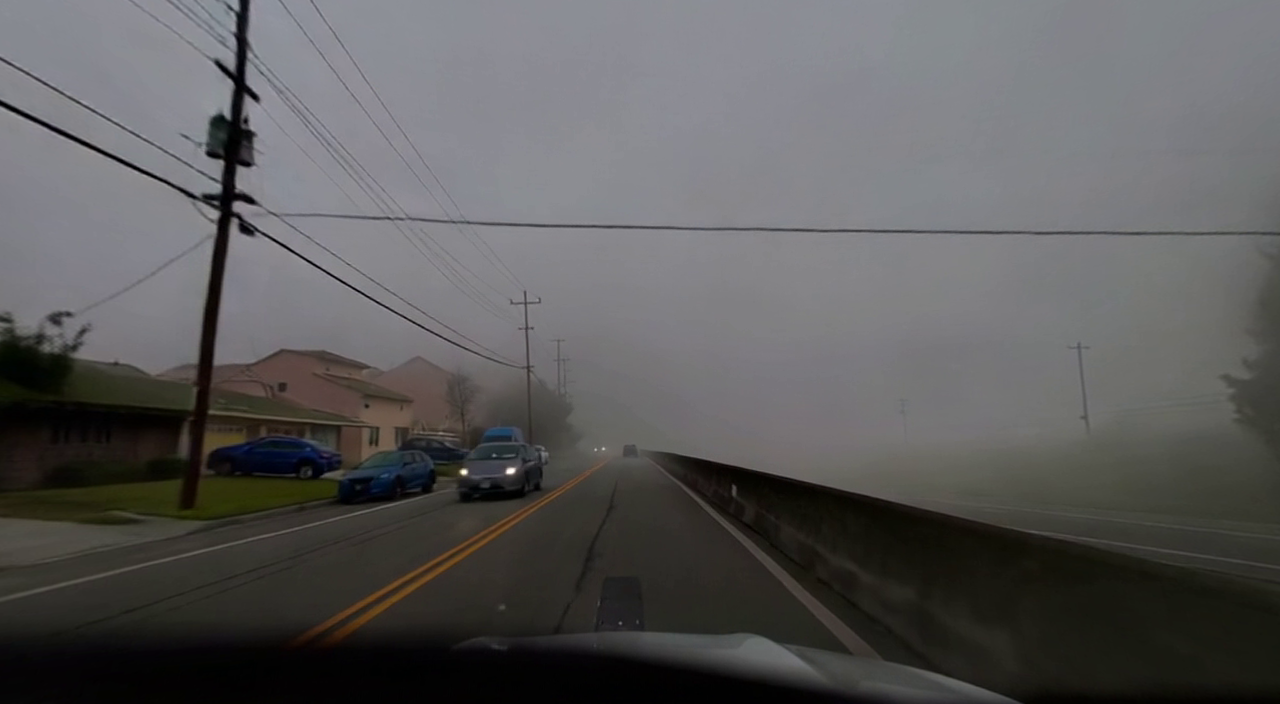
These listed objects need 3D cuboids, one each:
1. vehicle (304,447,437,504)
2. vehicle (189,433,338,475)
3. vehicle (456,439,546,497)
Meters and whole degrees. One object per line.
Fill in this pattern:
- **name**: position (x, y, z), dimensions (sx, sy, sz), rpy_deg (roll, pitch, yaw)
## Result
- **vehicle**: position (-7.809, 3.588, 18.849), dimensions (2.003, 1.460, 4.360), rpy_deg (0, -8, 1)
- **vehicle**: position (-15.256, 4.182, 25.859), dimensions (4.682, 1.549, 2.032), rpy_deg (3, -9, -8)
- **vehicle**: position (-3.966, 3.350, 18.681), dimensions (1.796, 1.516, 3.871), rpy_deg (0, -8, 0)
